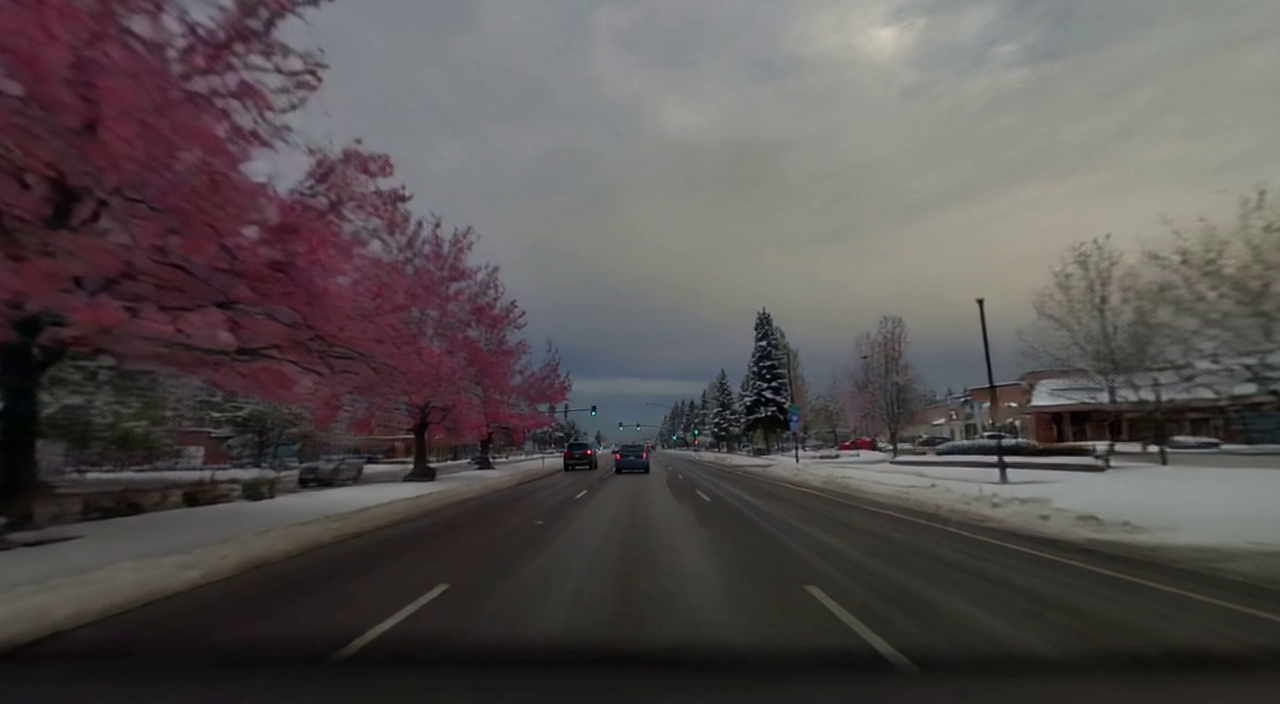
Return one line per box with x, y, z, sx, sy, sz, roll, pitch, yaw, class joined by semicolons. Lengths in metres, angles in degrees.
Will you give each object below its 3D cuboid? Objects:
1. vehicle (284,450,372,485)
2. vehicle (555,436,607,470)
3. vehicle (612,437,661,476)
-14.666;5.426;29.804;1.838;1.458;4.336;0;-8;1;vehicle
-3.371;5.874;36.908;2.453;1.844;4.751;0;-8;1;vehicle
-0.080;4.934;29.999;2.149;1.701;4.379;0;-8;2;vehicle
